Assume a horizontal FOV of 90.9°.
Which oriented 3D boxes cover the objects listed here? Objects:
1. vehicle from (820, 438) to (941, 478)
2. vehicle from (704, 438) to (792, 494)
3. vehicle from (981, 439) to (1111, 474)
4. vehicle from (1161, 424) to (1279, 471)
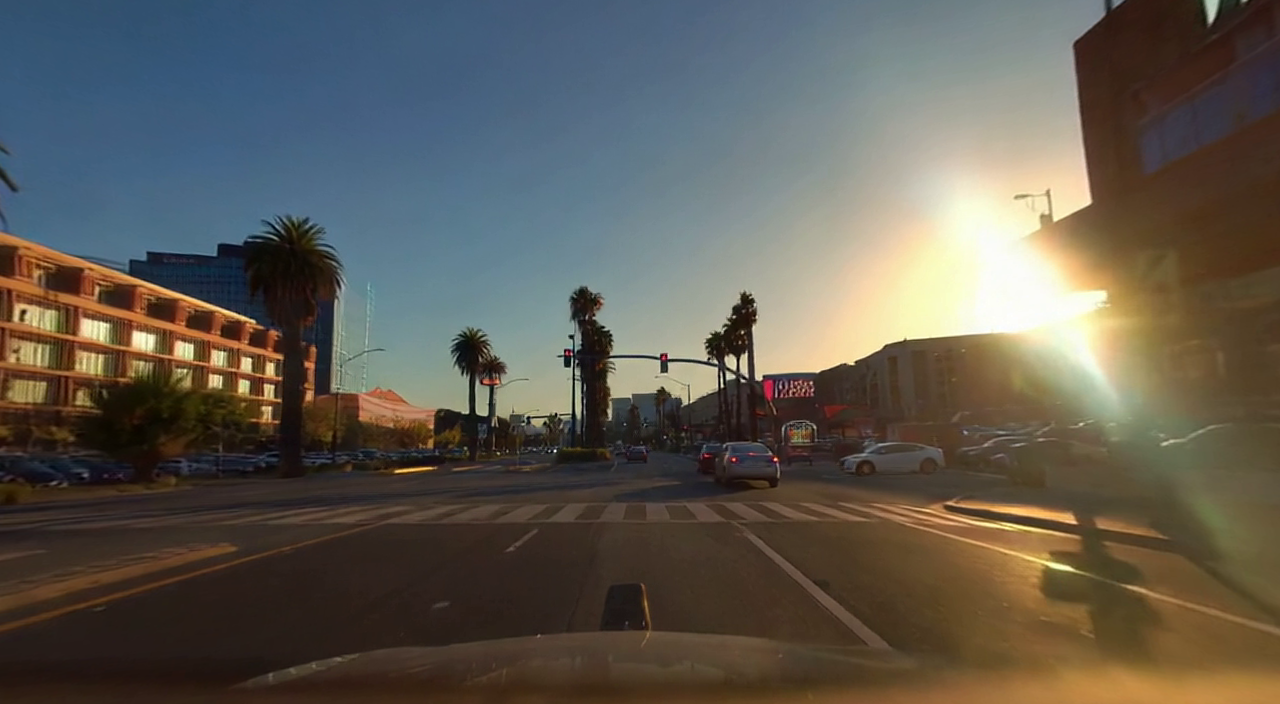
[{"bbox_3d":[10.526,4.661,27.888,4.448,1.640,2.160,0,-8,-1],"label":"vehicle"},{"bbox_3d":[3.242,3.495,19.760,1.931,1.534,4.126,0,-8,-1],"label":"vehicle"},{"bbox_3d":[18.288,4.720,28.541,4.462,1.474,2.083,0,-8,-1],"label":"vehicle"},{"bbox_3d":[27.199,4.277,28.093,5.803,1.983,2.284,0,-9,1],"label":"vehicle"}]
